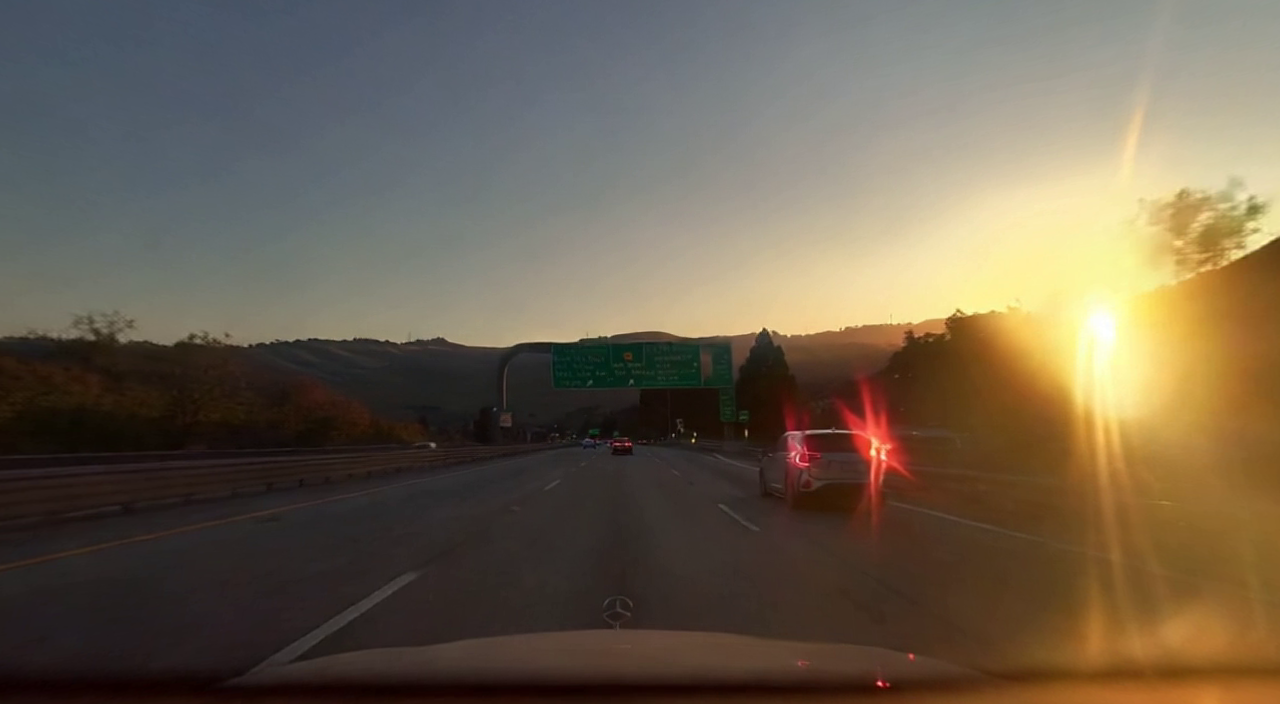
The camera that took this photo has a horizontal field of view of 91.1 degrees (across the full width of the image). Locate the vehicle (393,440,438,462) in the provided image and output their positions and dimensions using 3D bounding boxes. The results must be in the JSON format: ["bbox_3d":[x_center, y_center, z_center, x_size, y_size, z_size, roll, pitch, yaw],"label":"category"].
[{"bbox_3d":[-16.859,7.443,47.420,1.911,1.576,4.301,0,-8,-1],"label":"vehicle"}]
